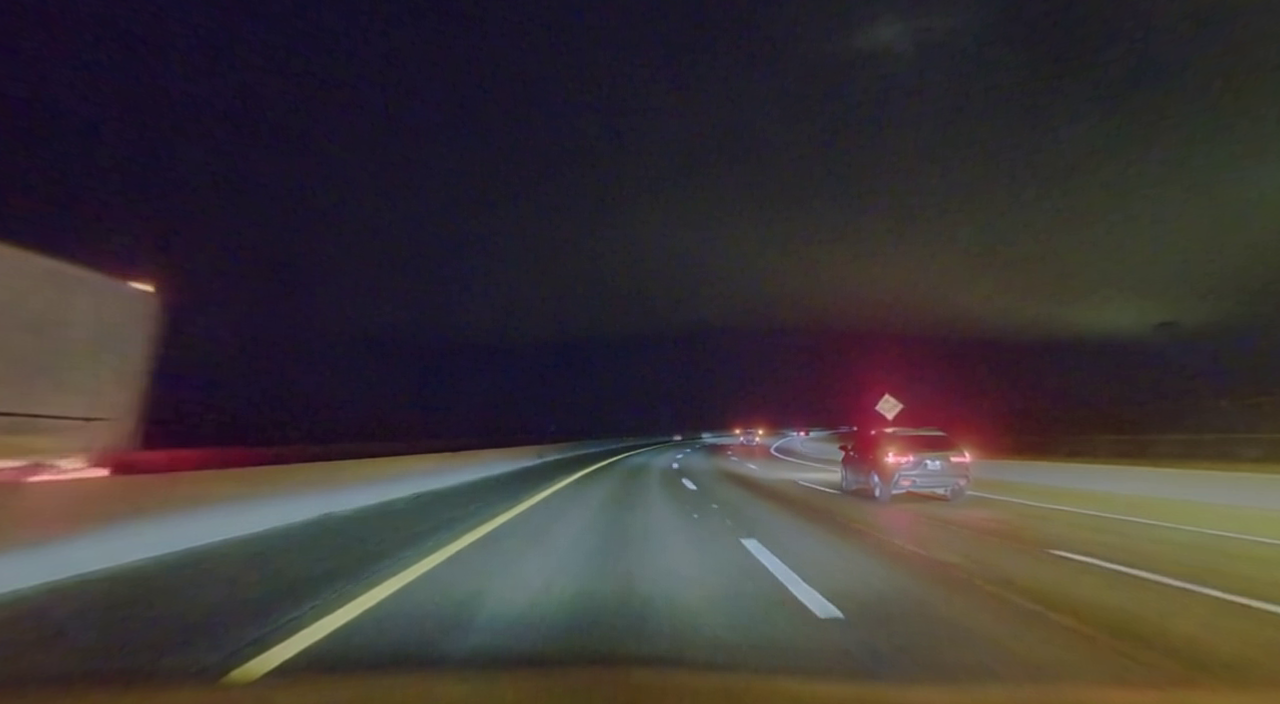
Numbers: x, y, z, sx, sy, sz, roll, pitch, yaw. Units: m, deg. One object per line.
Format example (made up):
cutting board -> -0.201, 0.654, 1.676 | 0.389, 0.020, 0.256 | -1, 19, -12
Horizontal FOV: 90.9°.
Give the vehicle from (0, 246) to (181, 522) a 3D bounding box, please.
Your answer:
vehicle -> -11.364, -0.148, 5.288 | 2.882, 4.213, 15.918 | 0, -8, 1
